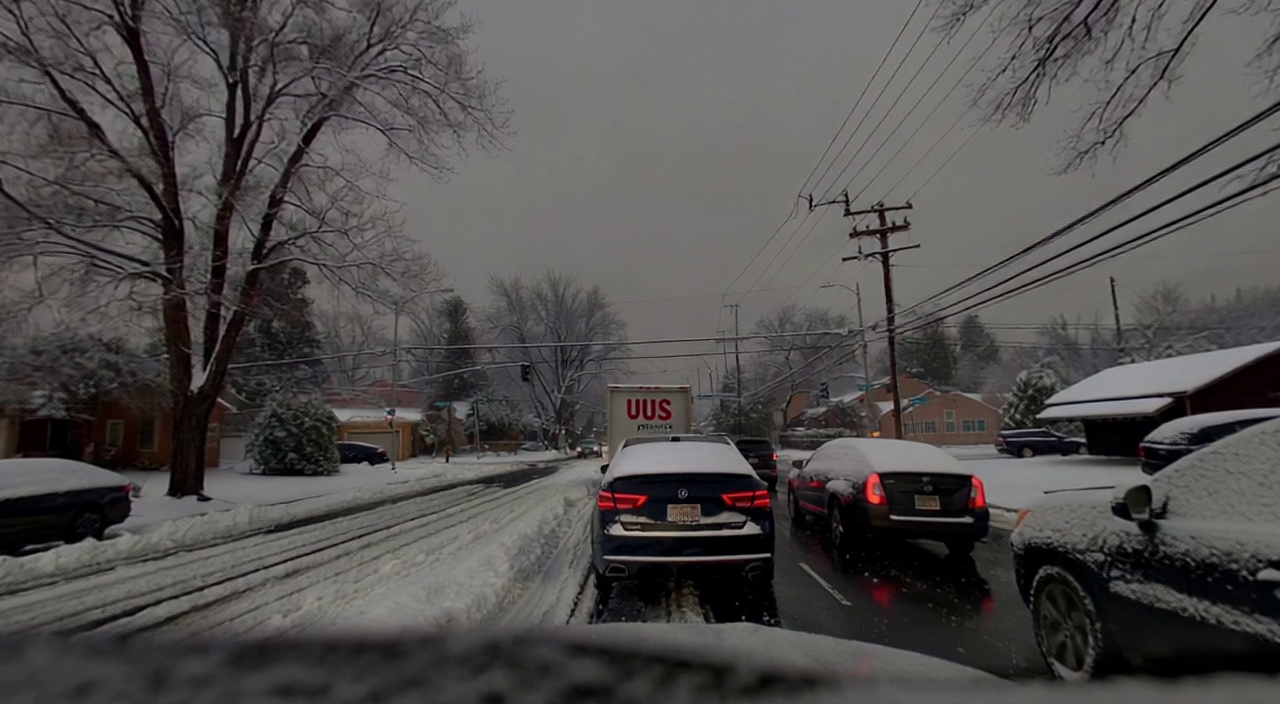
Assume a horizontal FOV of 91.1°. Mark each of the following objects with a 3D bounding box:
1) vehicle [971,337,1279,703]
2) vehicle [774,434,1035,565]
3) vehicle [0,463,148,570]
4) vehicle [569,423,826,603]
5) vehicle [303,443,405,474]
[{"bbox_3d":[3.320,0.770,1.930,2.069,1.722,4.888,0,-9,2],"label":"vehicle"},{"bbox_3d":[3.525,2.035,9.504,1.993,1.479,4.487,0,-8,0],"label":"vehicle"},{"bbox_3d":[-10.342,2.494,9.491,1.925,1.482,4.753,0,-8,0],"label":"vehicle"},{"bbox_3d":[0.484,1.687,7.543,2.158,1.499,4.377,0,-8,0],"label":"vehicle"},{"bbox_3d":[-17.402,6.492,38.303,5.274,1.793,1.921,0,-9,3],"label":"vehicle"}]
